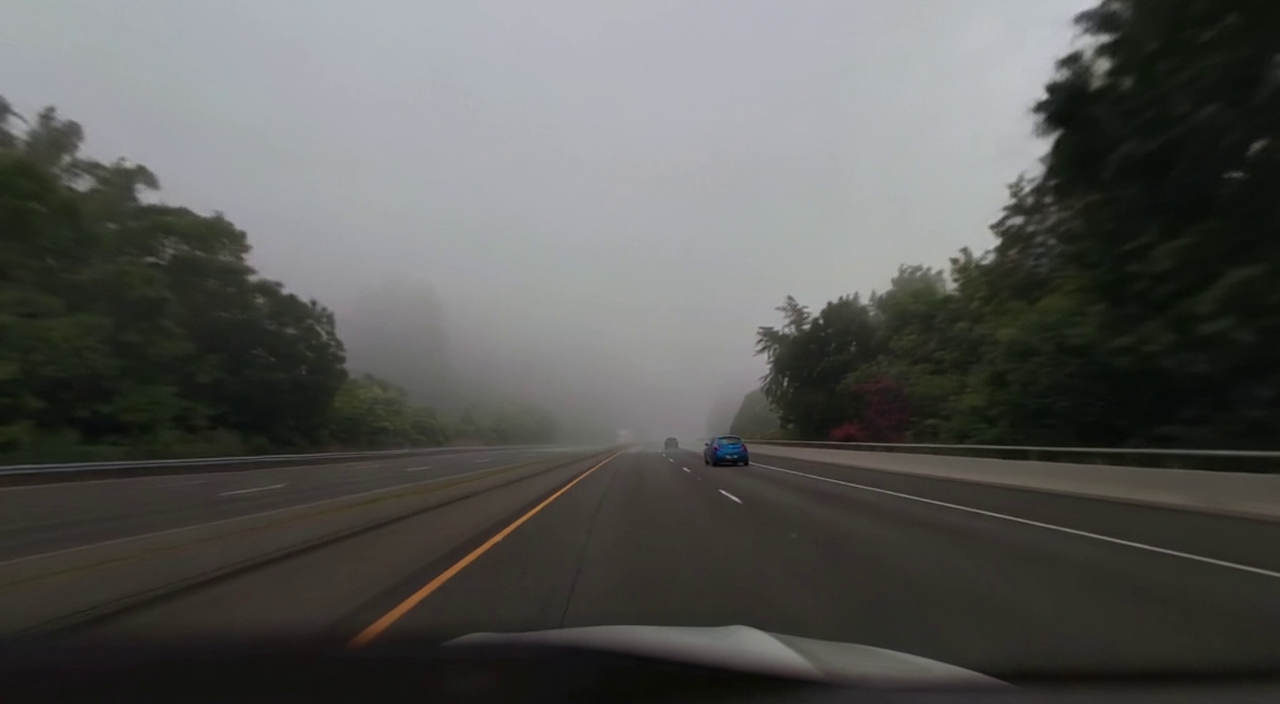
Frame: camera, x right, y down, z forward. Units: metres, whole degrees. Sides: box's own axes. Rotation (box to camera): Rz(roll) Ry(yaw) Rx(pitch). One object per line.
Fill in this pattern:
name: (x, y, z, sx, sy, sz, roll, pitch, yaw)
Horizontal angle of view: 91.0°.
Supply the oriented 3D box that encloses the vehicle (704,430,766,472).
vehicle: (4.076, 4.300, 27.634, 2.022, 1.663, 4.245, 0, -8, 0)
